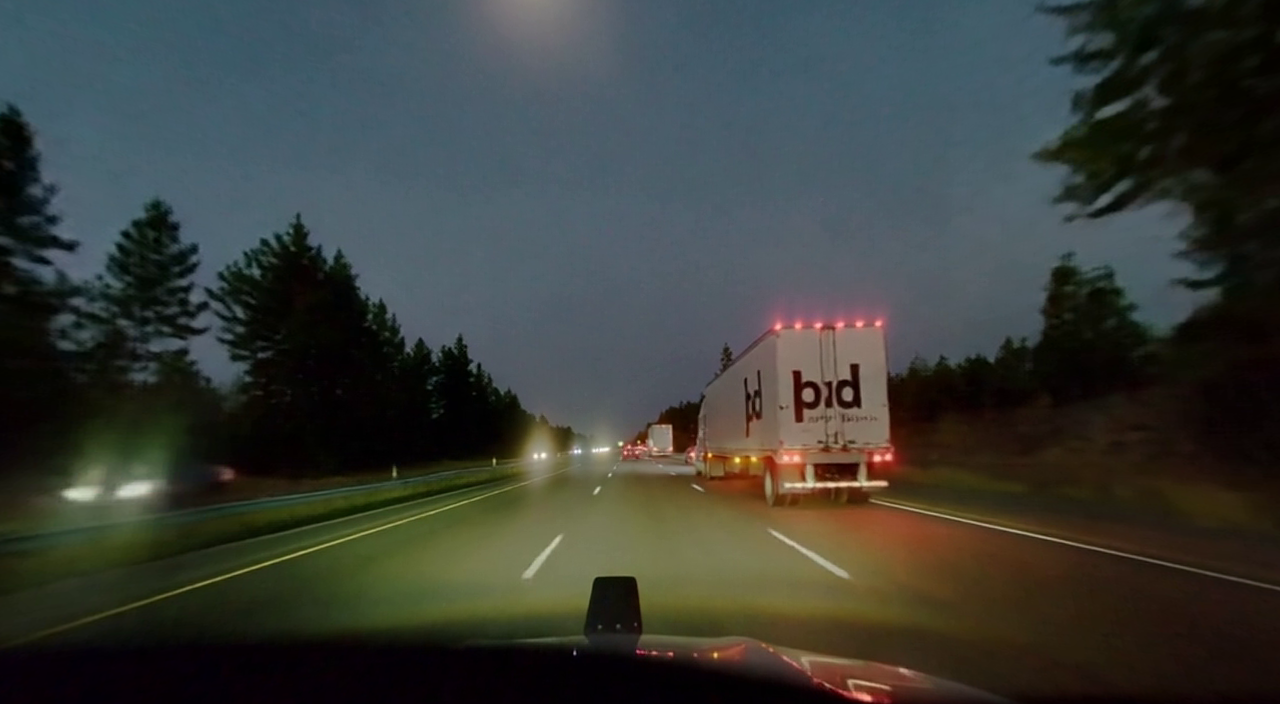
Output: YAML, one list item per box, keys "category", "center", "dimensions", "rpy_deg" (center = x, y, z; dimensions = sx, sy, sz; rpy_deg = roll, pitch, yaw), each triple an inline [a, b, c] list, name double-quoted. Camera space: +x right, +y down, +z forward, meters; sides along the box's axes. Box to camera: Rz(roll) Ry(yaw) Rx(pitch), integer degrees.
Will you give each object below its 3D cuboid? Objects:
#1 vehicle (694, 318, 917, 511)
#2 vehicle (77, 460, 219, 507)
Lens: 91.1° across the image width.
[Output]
- category: "vehicle"
  center: [4.018, 2.340, 20.101]
  dimensions: [2.973, 4.007, 14.076]
  rpy_deg: [0, -9, -1]
- category: "vehicle"
  center: [-17.135, 4.564, 22.189]
  dimensions: [1.810, 1.438, 3.987]
  rpy_deg: [0, -9, -1]
